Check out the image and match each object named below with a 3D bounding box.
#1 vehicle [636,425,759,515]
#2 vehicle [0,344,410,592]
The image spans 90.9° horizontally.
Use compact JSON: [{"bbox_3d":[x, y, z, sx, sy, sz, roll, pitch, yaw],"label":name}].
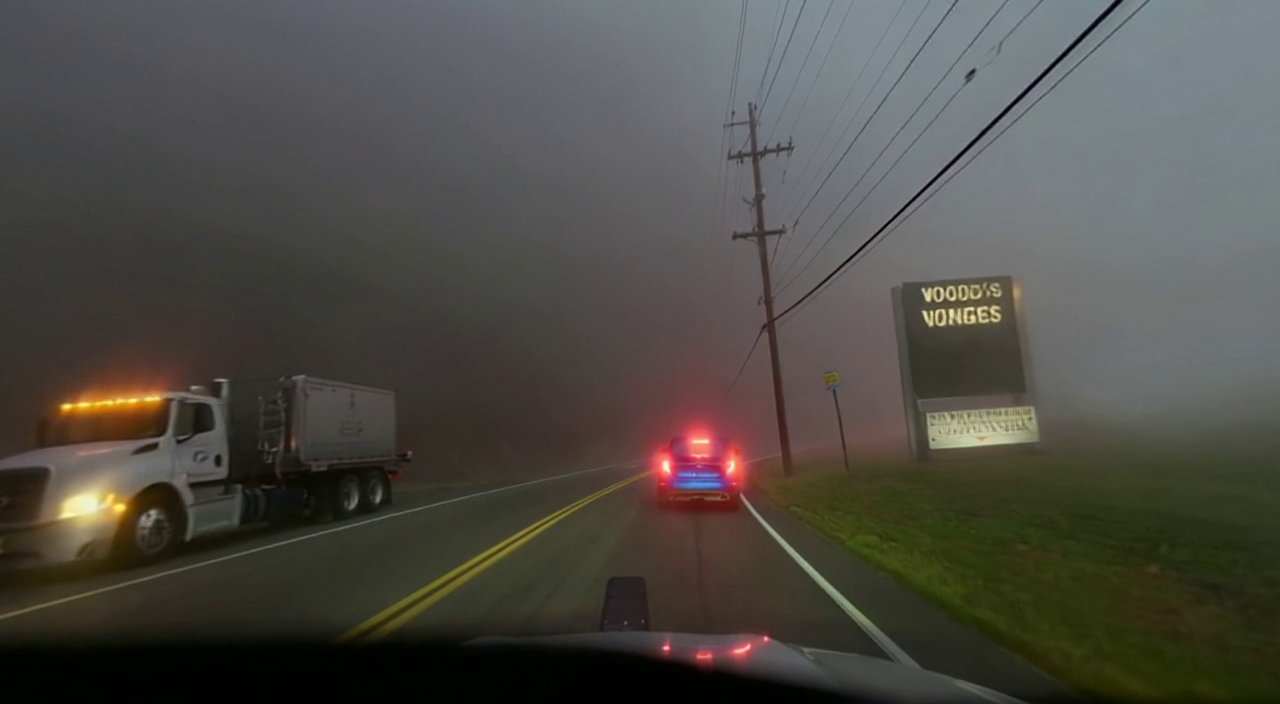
[{"bbox_3d":[1.074,2.277,12.616,2.081,1.503,3.726,-1,-8,3],"label":"vehicle"},{"bbox_3d":[-8.087,1.943,12.132,3.395,3.071,7.634,-7,-6,8],"label":"vehicle"}]
